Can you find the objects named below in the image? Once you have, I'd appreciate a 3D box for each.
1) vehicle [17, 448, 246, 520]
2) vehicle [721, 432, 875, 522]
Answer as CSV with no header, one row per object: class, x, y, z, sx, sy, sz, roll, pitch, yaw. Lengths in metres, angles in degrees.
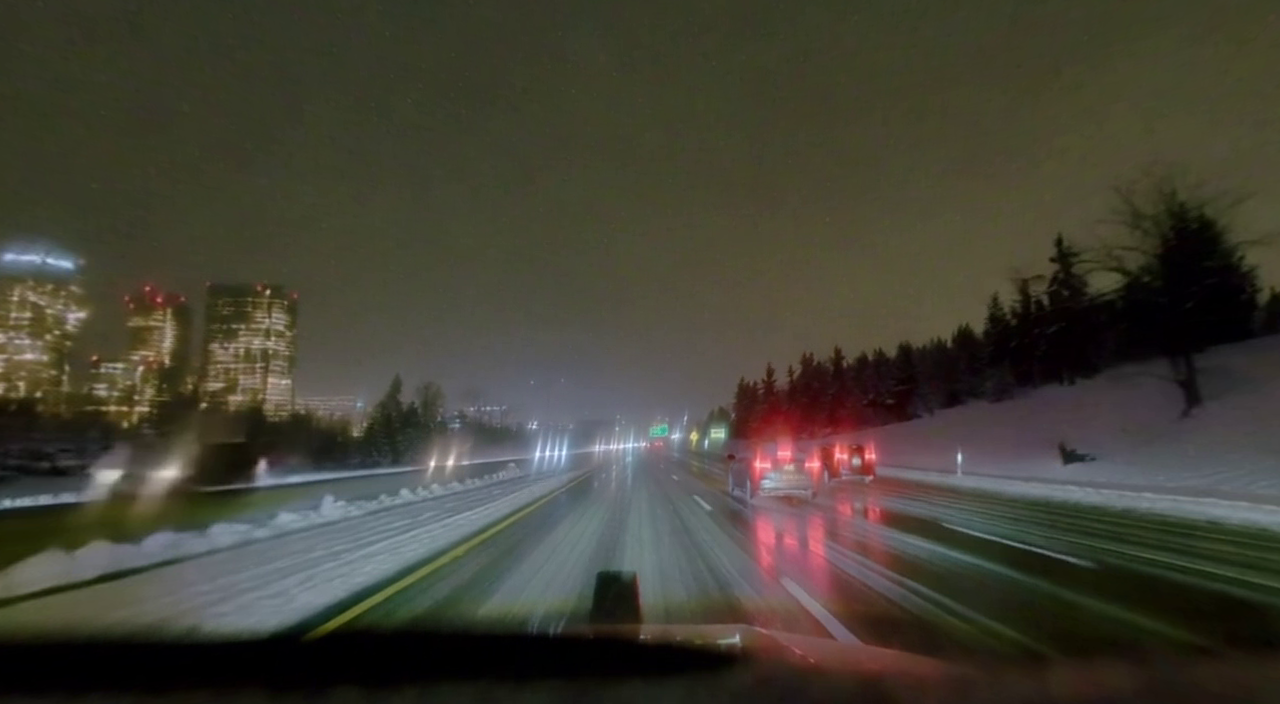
vehicle,-13.696,3.524,17.548,2.161,1.666,4.887,0,-8,2
vehicle,3.031,2.506,13.290,1.982,1.533,4.612,0,-8,-1
